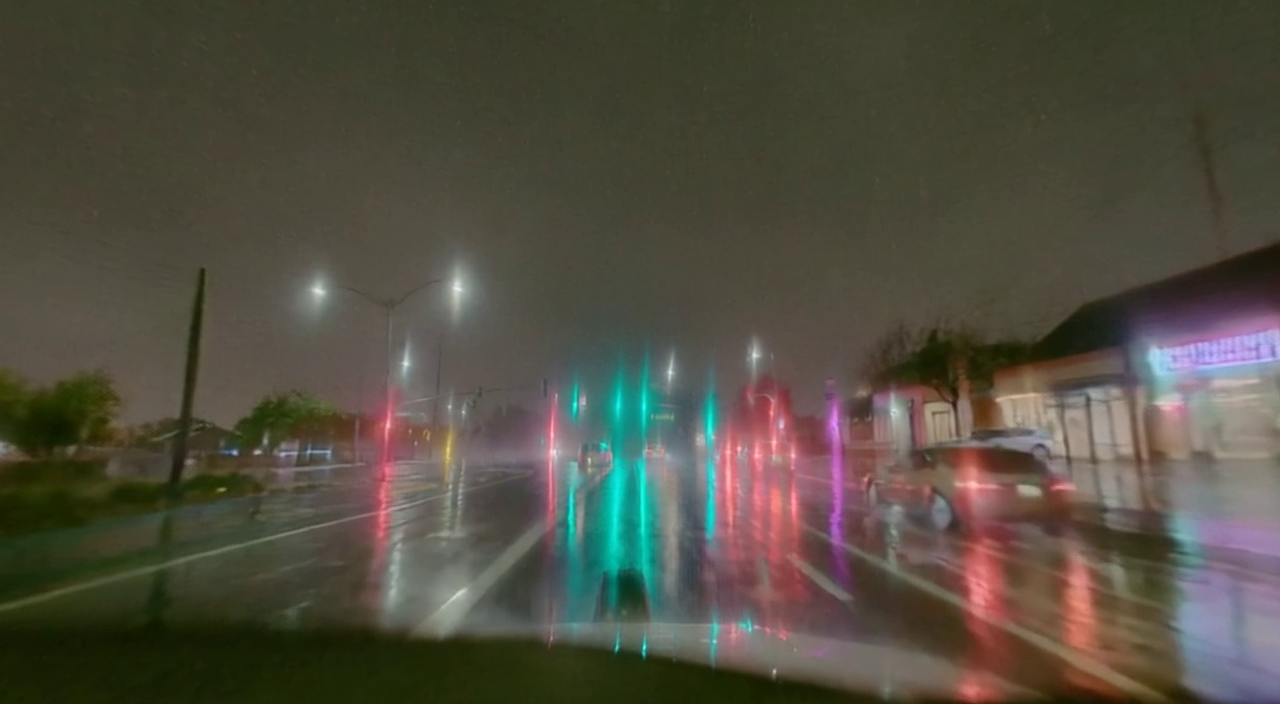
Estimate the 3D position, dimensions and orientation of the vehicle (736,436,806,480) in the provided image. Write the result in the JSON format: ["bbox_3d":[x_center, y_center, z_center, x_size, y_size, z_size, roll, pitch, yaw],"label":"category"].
[{"bbox_3d":[5.754,4.673,28.345,2.069,1.776,4.797,0,-8,0],"label":"vehicle"}]

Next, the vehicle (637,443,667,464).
[{"bbox_3d":[0.841,7.538,46.880,2.075,1.480,3.920,0,-8,-1],"label":"vehicle"}]

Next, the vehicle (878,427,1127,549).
[{"bbox_3d":[5.824,2.167,10.831,1.955,1.679,3.890,0,-7,0],"label":"vehicle"}]

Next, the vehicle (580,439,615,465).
[{"bbox_3d":[-2.937,7.086,44.852,2.150,1.779,4.423,0,-8,1],"label":"vehicle"}]
